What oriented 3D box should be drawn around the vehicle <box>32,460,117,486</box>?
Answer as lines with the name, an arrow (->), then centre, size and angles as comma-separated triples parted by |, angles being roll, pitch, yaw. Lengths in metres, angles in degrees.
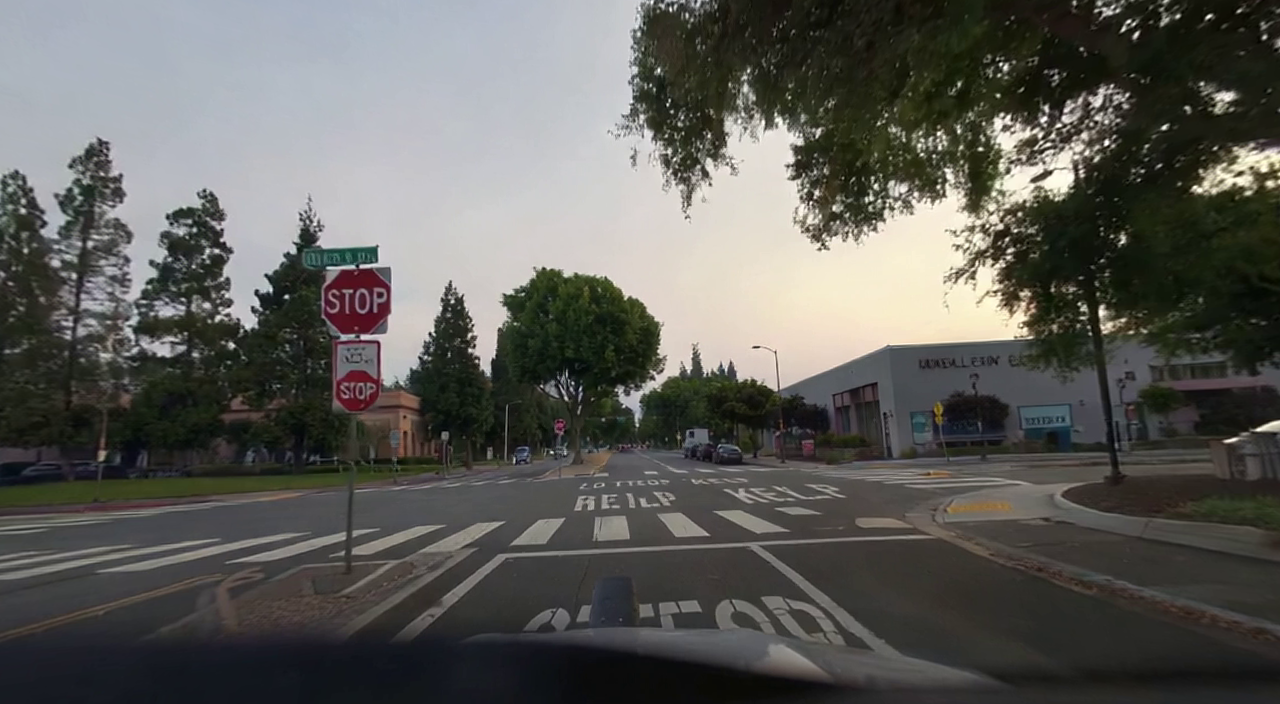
vehicle -> -37.108, 7.903, 41.619 | 1.871, 1.523, 4.028 | 0, -9, -1
